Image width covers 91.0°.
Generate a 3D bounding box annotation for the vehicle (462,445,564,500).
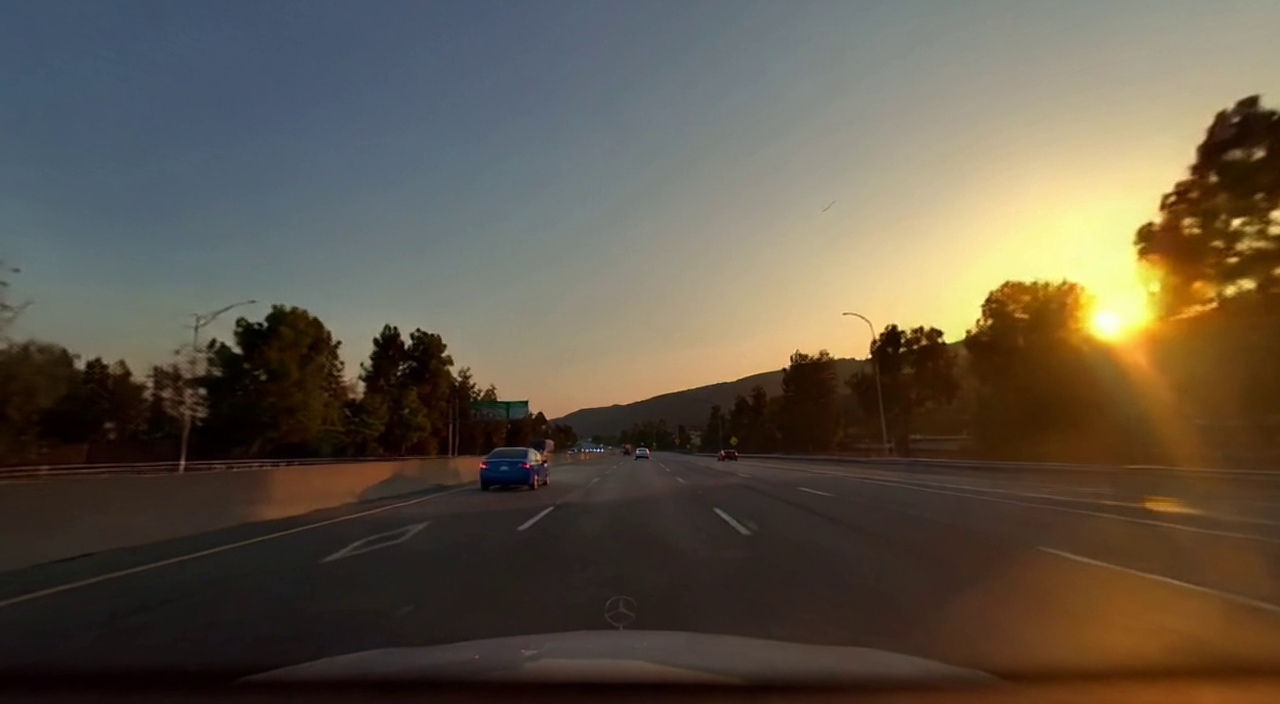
[{"bbox_3d":[-3.797,3.704,19.762,2.162,1.493,4.583,0,-9,1],"label":"vehicle"}]
